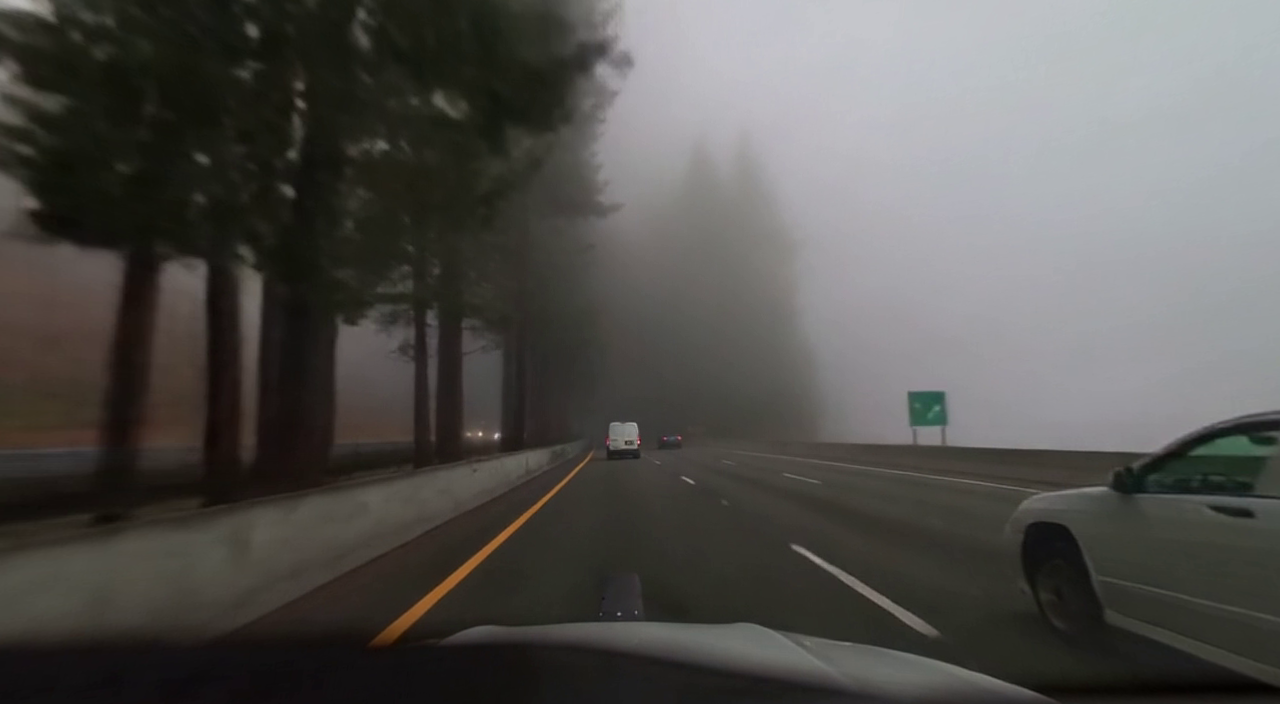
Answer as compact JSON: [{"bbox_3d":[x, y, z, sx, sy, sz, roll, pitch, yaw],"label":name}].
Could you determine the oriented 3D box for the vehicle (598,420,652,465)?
[{"bbox_3d":[-0.793,4.421,30.799,2.403,1.994,4.683,0,-8,-3],"label":"vehicle"}]

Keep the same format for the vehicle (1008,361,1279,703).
[{"bbox_3d":[3.566,0.796,2.180,2.078,1.600,4.012,0,-8,-1],"label":"vehicle"}]

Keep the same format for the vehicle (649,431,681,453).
[{"bbox_3d":[1.879,6.922,48.407,1.996,1.589,3.715,0,-8,-4],"label":"vehicle"}]
